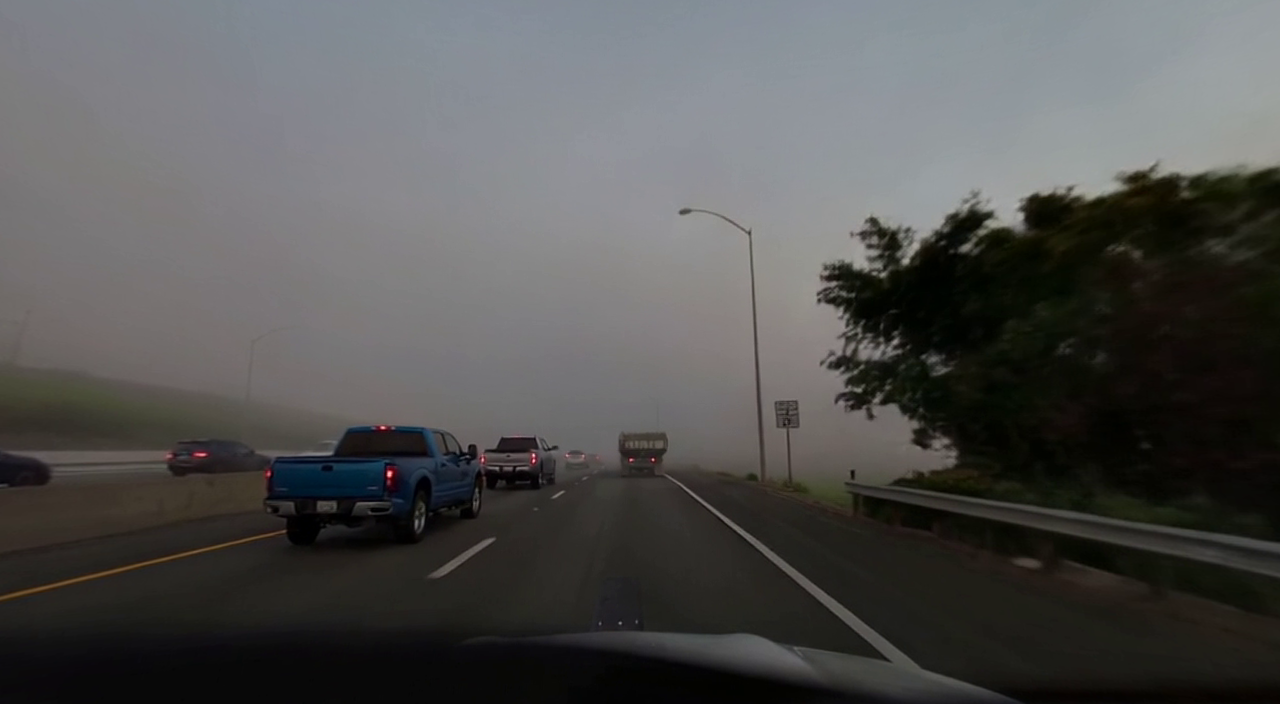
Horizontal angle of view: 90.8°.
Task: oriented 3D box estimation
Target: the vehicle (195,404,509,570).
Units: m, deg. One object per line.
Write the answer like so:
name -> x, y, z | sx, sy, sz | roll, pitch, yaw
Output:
vehicle -> -3.747, 1.877, 9.637 | 2.303, 1.835, 5.044 | -1, -8, 1

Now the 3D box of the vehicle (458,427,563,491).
vehicle -> -4.423, 3.786, 22.758 | 2.575, 1.958, 5.730 | 0, -8, 0

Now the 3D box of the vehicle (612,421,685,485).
vehicle -> 0.227, 4.574, 28.967 | 2.886, 2.471, 7.692 | 0, -8, -1
